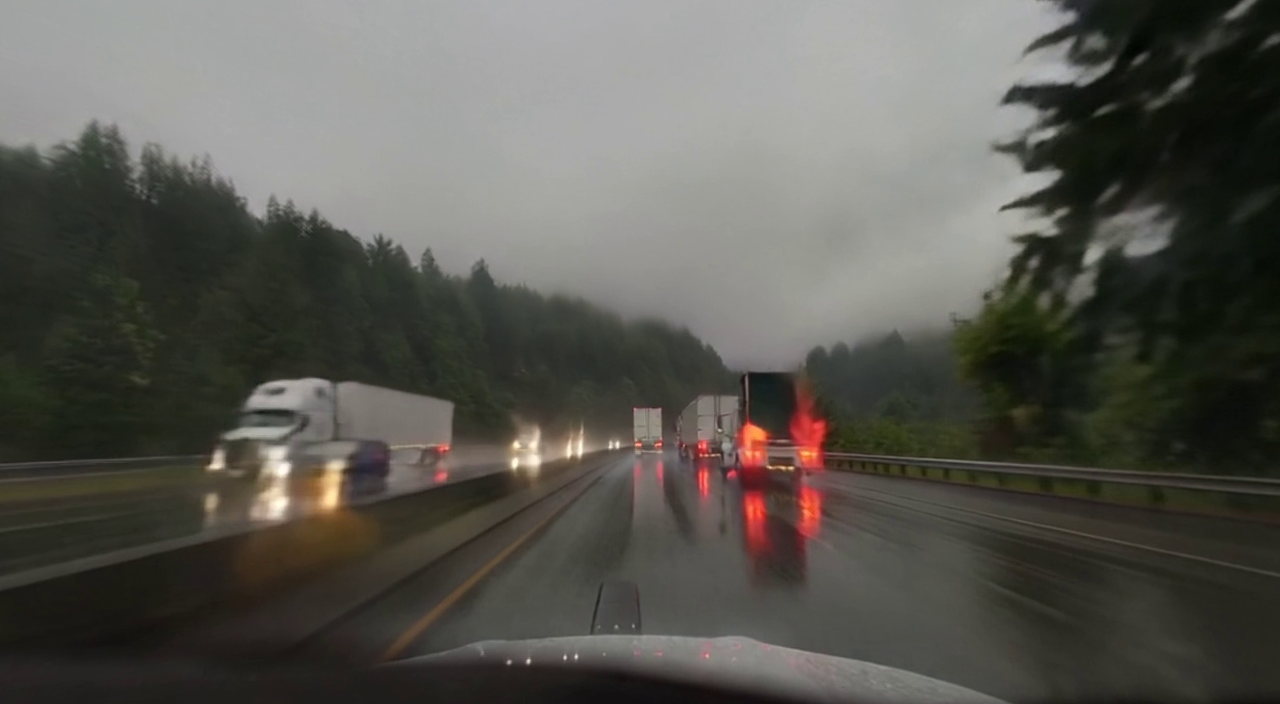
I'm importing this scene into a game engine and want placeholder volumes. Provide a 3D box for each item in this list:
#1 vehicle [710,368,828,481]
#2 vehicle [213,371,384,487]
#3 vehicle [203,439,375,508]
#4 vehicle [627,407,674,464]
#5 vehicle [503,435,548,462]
[{"bbox_3d":[4.513,2.775,23.498,2.956,3.604,6.277,0,-8,-1],"label":"vehicle"},{"bbox_3d":[-13.072,3.091,24.919,2.939,3.930,6.425,-1,-8,1],"label":"vehicle"},{"bbox_3d":[-8.708,3.009,16.176,1.900,1.495,4.478,0,-8,-1],"label":"vehicle"},{"bbox_3d":[0.585,5.319,39.895,2.644,3.247,7.454,0,-8,0],"label":"vehicle"},{"bbox_3d":[-8.207,6.975,45.735,2.294,1.856,4.734,-1,-8,1],"label":"vehicle"}]
